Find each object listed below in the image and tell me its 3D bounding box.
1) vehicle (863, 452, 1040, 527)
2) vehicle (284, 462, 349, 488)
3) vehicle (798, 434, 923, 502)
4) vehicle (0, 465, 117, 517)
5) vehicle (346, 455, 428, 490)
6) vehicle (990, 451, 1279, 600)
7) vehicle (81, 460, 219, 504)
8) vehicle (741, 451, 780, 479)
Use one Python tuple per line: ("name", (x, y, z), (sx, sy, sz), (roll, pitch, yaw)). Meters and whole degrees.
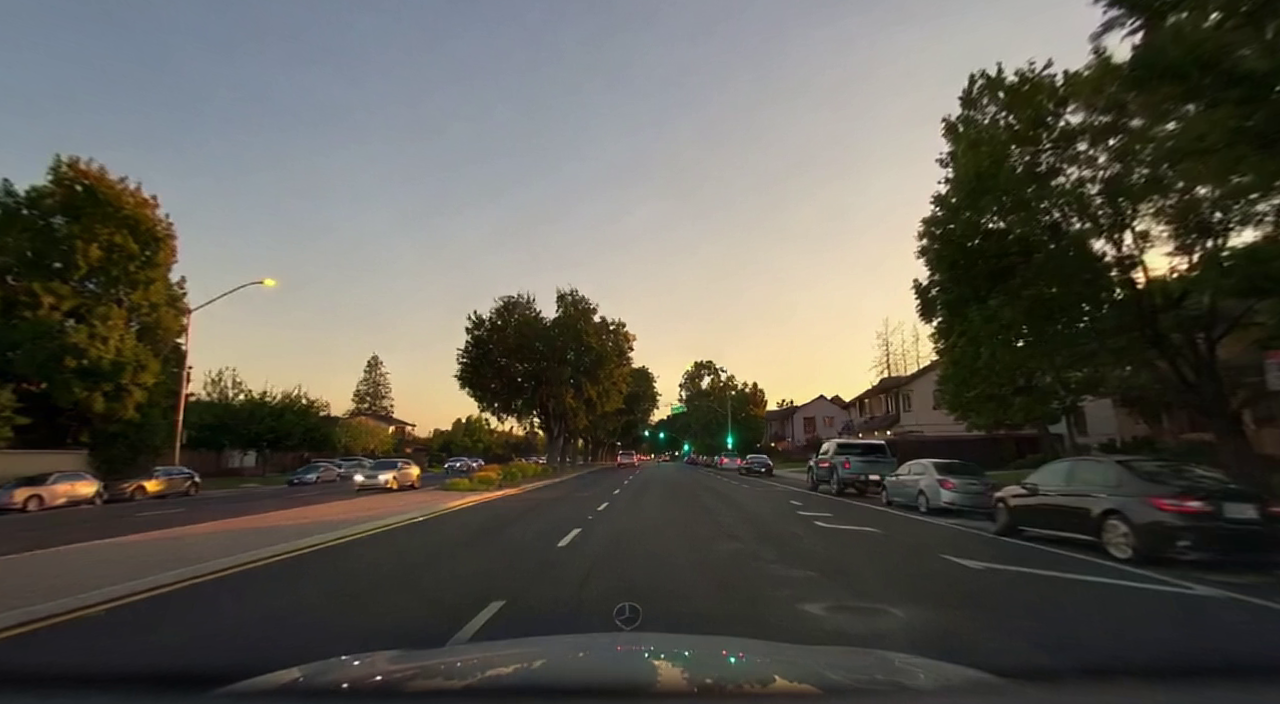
("vehicle", (7.175, 3.184, 15.155), (1.853, 1.480, 4.666), (0, -9, 0))
("vehicle", (-20.691, 7.882, 40.345), (1.910, 1.493, 4.190), (0, -9, 1))
("vehicle", (7.553, 4.044, 22.279), (2.306, 2.088, 5.571), (0, -9, -1))
("vehicle", (-20.787, 4.655, 21.292), (1.881, 1.503, 4.899), (0, -9, 0))
("vehicle", (-11.597, 5.535, 29.143), (1.914, 1.472, 4.480), (0, -9, 0))
("vehicle", (7.131, 2.115, 8.657), (1.992, 1.474, 4.534), (0, -9, 0))
("vehicle", (-20.792, 5.515, 27.015), (1.868, 1.620, 5.039), (0, -9, 0))
("vehicle", (7.894, 7.452, 41.599), (1.910, 1.686, 4.399), (0, -9, 3))
